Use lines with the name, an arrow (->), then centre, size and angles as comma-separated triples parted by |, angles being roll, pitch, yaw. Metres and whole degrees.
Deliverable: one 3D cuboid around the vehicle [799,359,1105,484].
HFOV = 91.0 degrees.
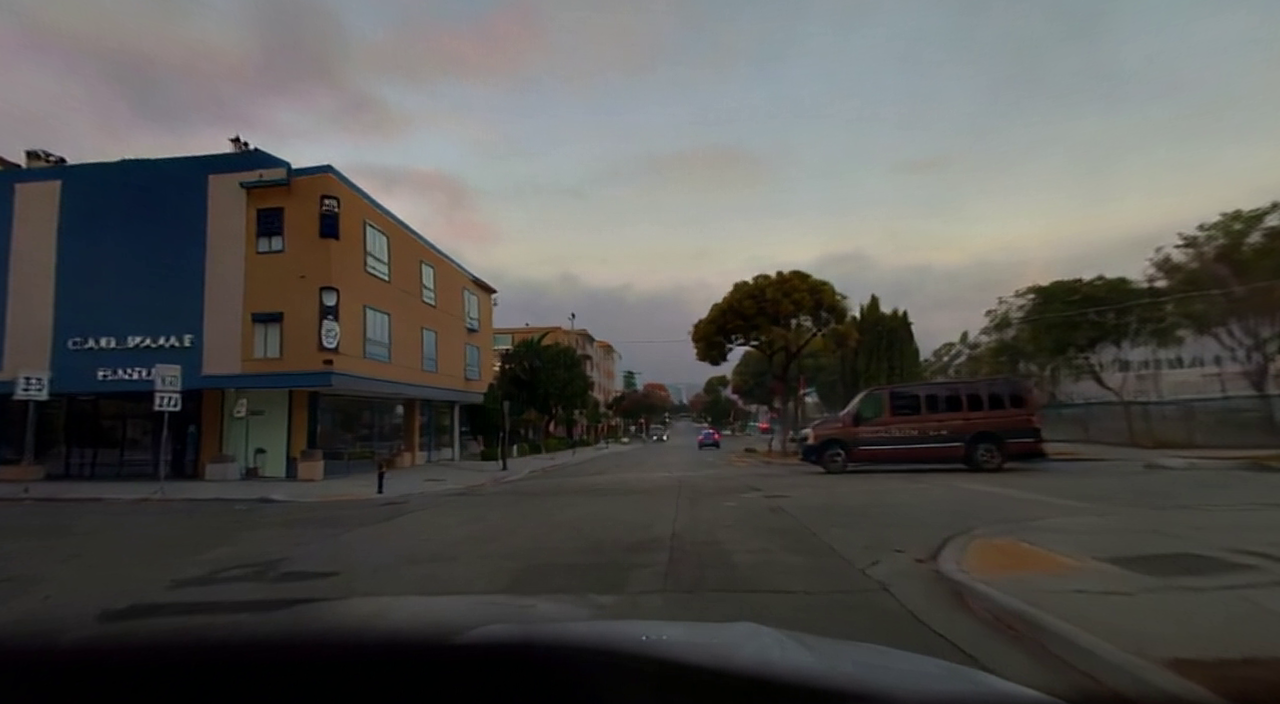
vehicle -> 7.320, 1.768, 15.400 | 6.221, 2.498, 2.239 | -7, -10, 39
